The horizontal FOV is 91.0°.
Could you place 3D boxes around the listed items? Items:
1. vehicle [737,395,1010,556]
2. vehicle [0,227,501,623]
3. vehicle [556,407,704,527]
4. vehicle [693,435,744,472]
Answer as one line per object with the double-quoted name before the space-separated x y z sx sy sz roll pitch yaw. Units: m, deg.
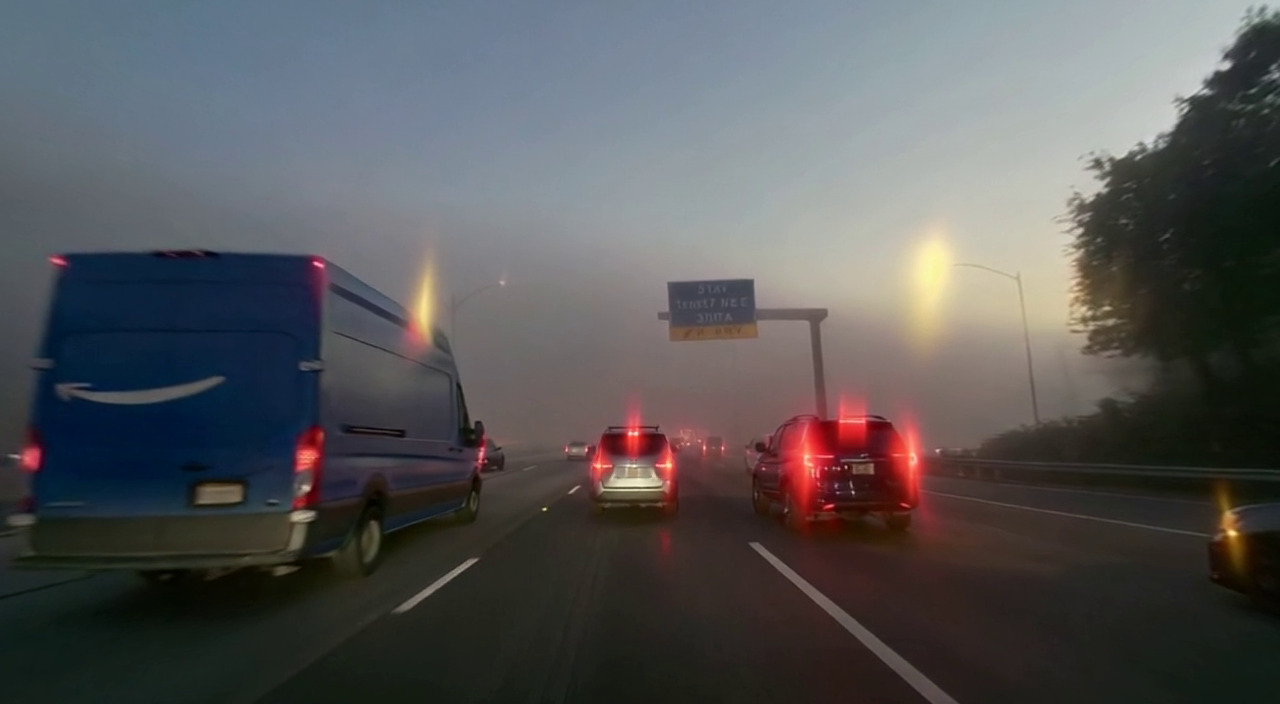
"vehicle" 3.174 1.850 10.115 2.341 1.890 5.144 1 -9 -1
"vehicle" -3.695 0.957 7.828 2.415 2.821 6.636 0 -9 0
"vehicle" -0.141 2.110 11.966 2.287 1.823 4.369 0 -9 0
"vehicle" 3.958 5.190 32.324 2.064 1.720 4.416 0 -9 0
